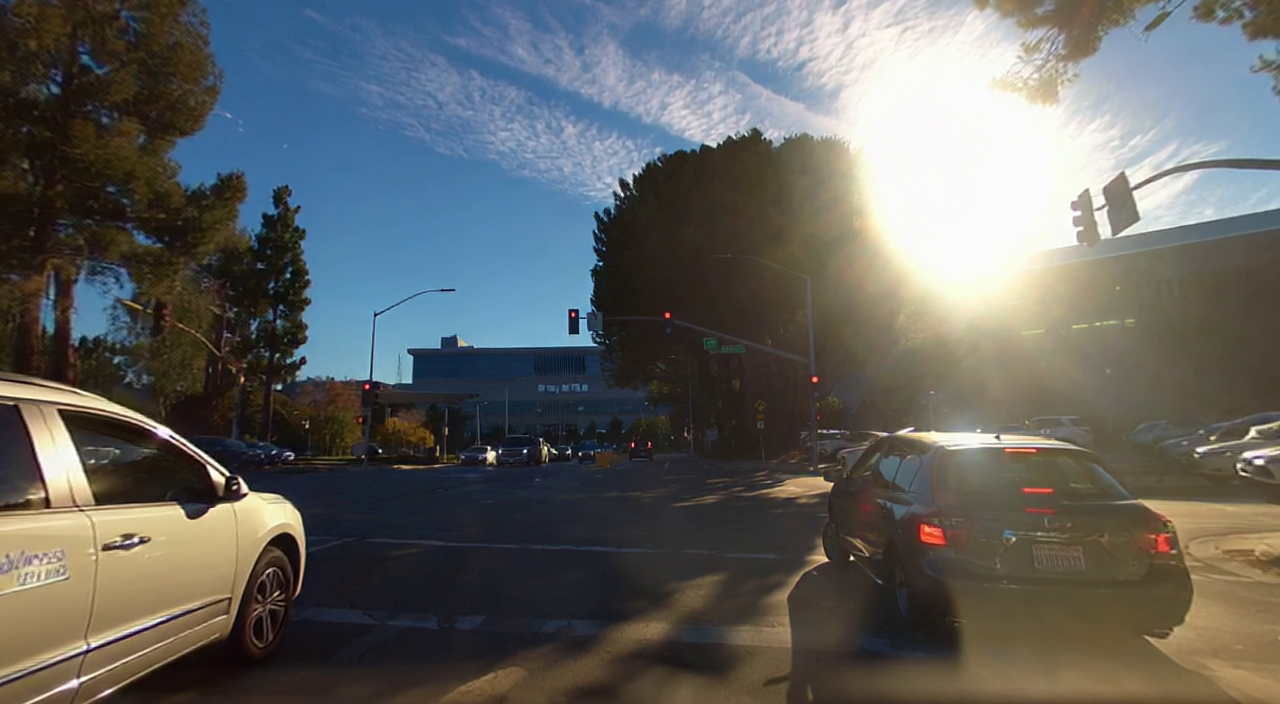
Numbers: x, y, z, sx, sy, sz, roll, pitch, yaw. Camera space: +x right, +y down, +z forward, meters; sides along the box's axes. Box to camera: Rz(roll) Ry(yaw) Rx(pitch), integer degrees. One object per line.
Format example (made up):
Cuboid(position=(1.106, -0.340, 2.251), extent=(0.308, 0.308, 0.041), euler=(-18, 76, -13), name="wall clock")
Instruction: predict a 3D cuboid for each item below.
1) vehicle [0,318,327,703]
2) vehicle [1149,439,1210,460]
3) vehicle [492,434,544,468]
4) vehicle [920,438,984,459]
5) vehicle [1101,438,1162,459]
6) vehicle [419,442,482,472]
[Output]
Cuboid(position=(-3.478, 0.812, 2.700), extent=(2.000, 1.789, 4.638), euler=(0, -8, -2), name="vehicle")
Cuboid(position=(41.146, 7.494, 48.175), extent=(1.767, 1.456, 4.191), euler=(-5, -11, 15), name="vehicle")
Cuboid(position=(-7.162, 5.858, 37.461), extent=(2.081, 1.818, 4.782), euler=(0, -8, 1), name="vehicle")
Cuboid(position=(21.457, 6.639, 43.412), extent=(3.576, 1.425, 1.702), euler=(2, -8, -11), name="vehicle")
Cuboid(position=(38.477, 7.550, 49.508), extent=(1.837, 1.514, 4.786), euler=(-2, -9, 13), name="vehicle")
Cuboid(position=(-10.633, 5.914, 35.718), extent=(2.041, 1.548, 4.868), euler=(0, -8, 0), name="vehicle")
